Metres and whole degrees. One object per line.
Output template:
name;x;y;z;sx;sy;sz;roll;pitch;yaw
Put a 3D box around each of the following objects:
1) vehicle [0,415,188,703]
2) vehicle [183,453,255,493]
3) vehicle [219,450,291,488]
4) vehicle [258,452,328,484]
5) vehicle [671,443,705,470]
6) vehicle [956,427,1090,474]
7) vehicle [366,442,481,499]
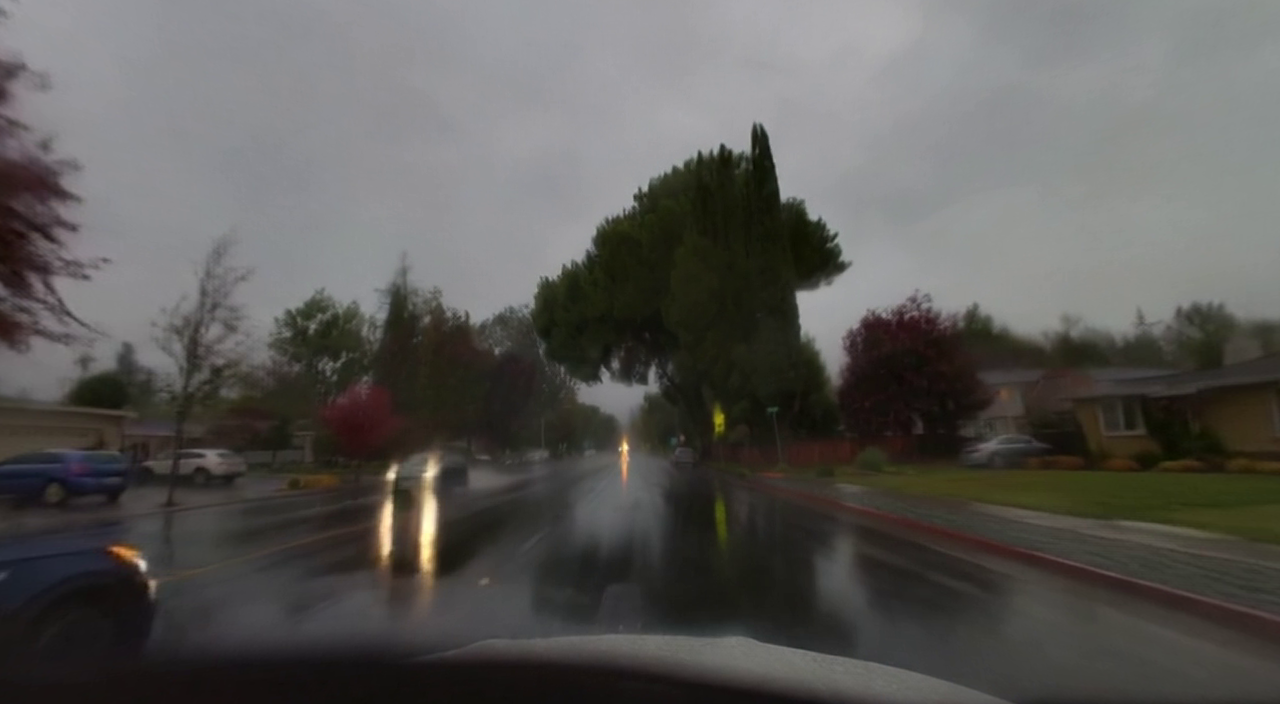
vehicle;-3.342;0.771;0.922;1.969;1.459;4.619;0;-8;0
vehicle;-22.383;6.347;33.493;4.273;1.797;2.129;-6;-12;44
vehicle;-23.418;7.184;38.341;5.102;1.838;2.260;-16;-19;42
vehicle;-22.977;7.713;41.759;5.152;1.627;2.383;-16;-19;41
vehicle;3.600;7.923;48.133;2.130;1.873;4.886;0;-8;0
vehicle;15.279;3.963;25.274;4.362;1.702;2.333;4;-10;-22
vehicle;-7.503;4.123;22.566;2.194;1.761;5.282;0;-8;0
